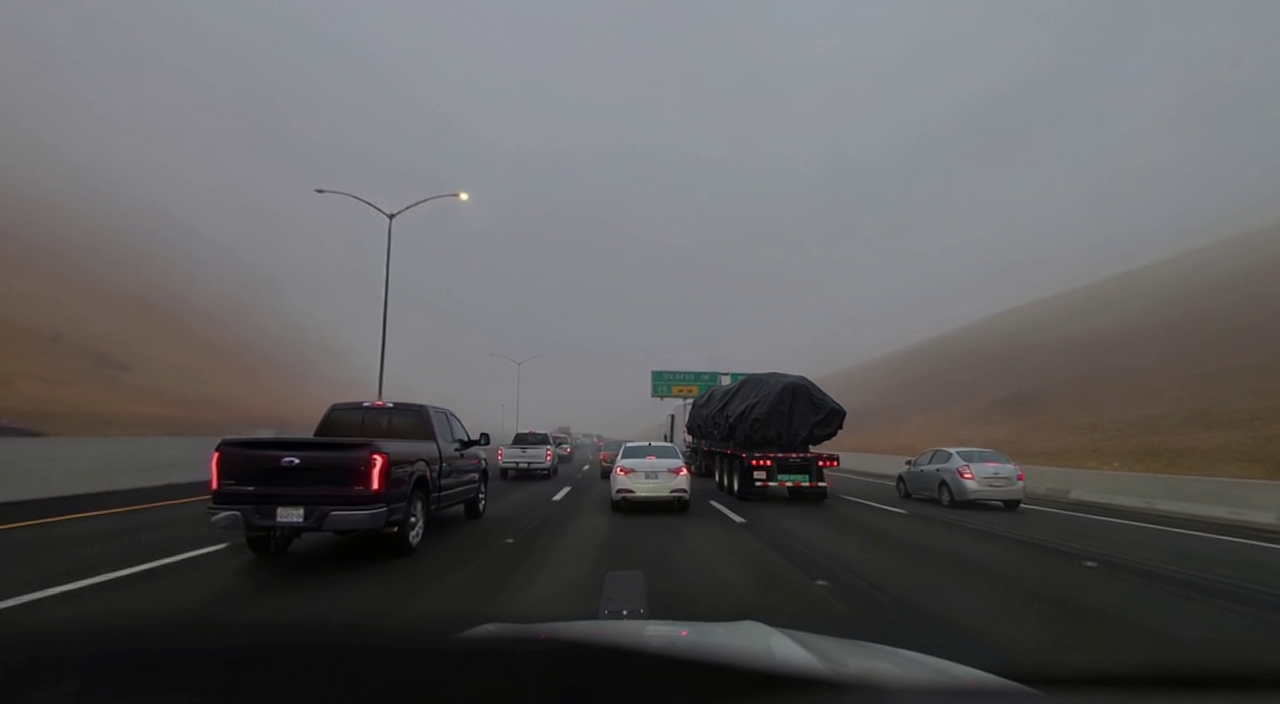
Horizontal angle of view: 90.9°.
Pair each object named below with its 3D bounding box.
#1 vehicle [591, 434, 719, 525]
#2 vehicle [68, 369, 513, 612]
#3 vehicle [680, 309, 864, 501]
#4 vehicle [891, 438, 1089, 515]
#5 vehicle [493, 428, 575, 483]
[{"bbox_3d":[0.186,2.385,12.430,2.105,1.471,3.978,0,-8,-2],"label":"vehicle"},{"bbox_3d":[-3.289,1.466,7.705,2.318,1.902,5.374,0,-8,0],"label":"vehicle"},{"bbox_3d":[3.148,1.878,18.945,2.759,4.098,10.906,0,-8,-2],"label":"vehicle"},{"bbox_3d":[7.760,2.768,14.595,2.092,1.495,4.194,0,-8,-2],"label":"vehicle"},{"bbox_3d":[-3.787,3.801,23.557,2.348,1.821,5.061,0,-8,-2],"label":"vehicle"}]
